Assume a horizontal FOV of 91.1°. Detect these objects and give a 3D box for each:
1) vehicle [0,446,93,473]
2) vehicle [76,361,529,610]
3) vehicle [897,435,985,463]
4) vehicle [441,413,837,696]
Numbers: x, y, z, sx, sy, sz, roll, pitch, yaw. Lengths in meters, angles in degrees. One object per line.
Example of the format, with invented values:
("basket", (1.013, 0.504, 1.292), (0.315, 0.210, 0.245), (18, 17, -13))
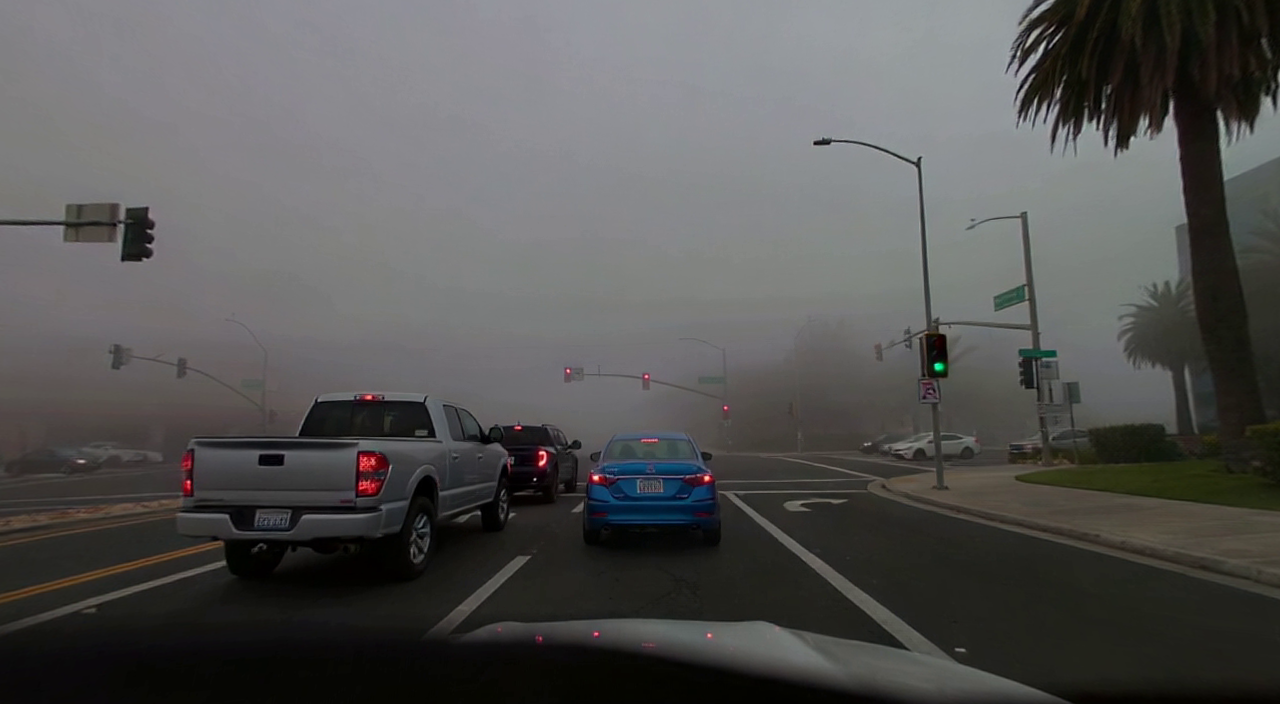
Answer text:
("vehicle", (-37.087, 6.634, 38.845), (4.576, 1.617, 1.937), (0, -8, 2))
("vehicle", (-3.233, 1.475, 7.923), (2.330, 1.969, 5.626), (-1, -8, 3))
("vehicle", (18.781, 6.070, 39.311), (4.466, 1.717, 1.963), (0, -8, 2))
("vehicle", (0.028, 1.399, 5.528), (2.122, 1.501, 4.152), (0, -8, 1))
